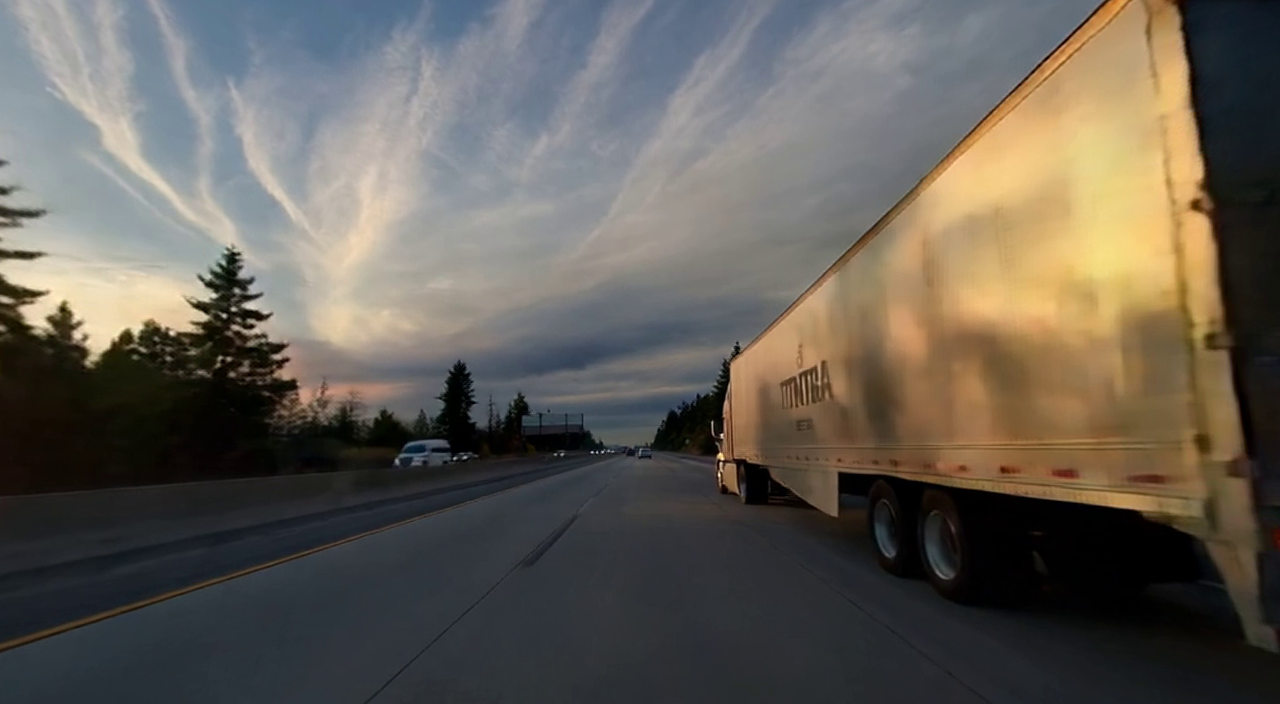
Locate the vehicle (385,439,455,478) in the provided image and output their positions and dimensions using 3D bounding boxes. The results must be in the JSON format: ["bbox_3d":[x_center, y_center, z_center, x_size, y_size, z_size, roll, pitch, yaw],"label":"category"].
[{"bbox_3d":[-15.000,7.319,43.525,2.441,2.500,6.307,0,-9,1],"label":"vehicle"}]

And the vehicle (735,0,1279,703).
[{"bbox_3d":[4.080,0.723,9.642,2.947,4.020,14.220,0,-9,0],"label":"vehicle"}]
